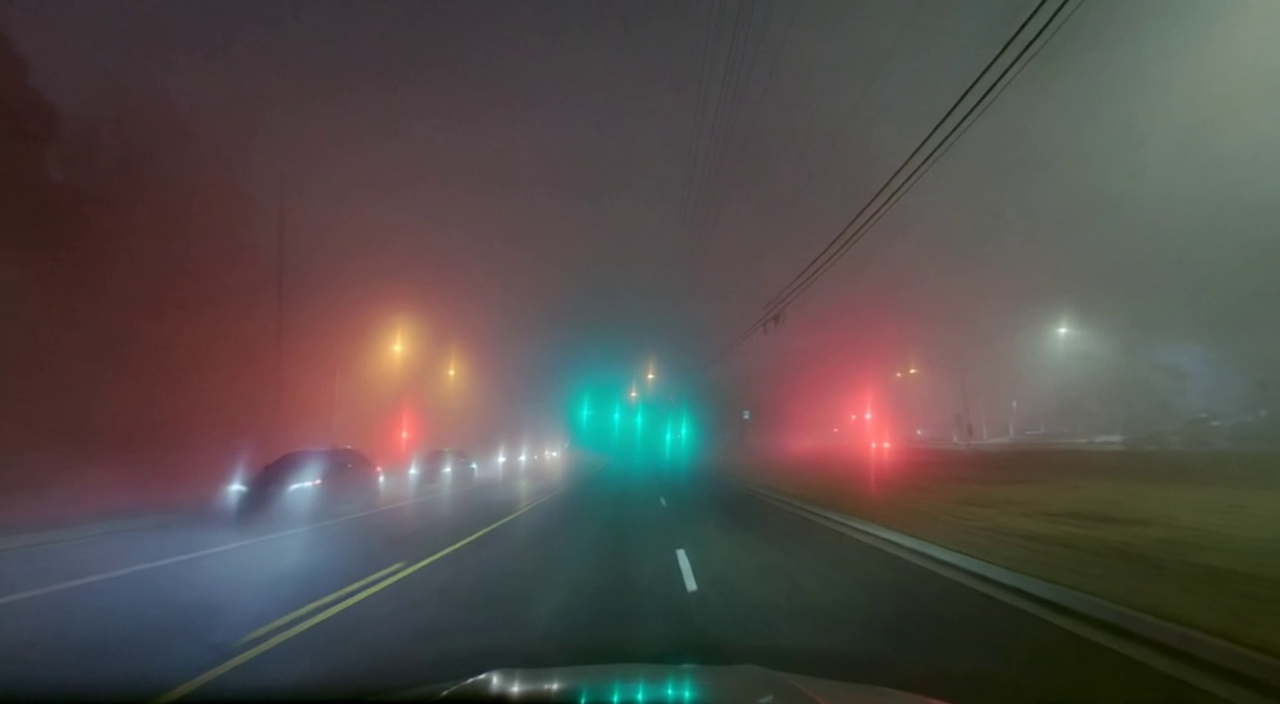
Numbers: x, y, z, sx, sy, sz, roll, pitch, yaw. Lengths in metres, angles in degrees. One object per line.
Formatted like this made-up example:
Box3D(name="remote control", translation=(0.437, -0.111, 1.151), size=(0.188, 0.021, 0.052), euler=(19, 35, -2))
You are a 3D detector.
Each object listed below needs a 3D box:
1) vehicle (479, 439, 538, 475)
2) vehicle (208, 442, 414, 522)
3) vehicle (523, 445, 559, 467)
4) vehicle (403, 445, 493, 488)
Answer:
Box3D(name="vehicle", translation=(-7.060, 5.692, 34.478), size=(2.101, 1.768, 5.040), euler=(0, -9, 0))
Box3D(name="vehicle", translation=(-7.066, 2.812, 14.335), size=(2.030, 1.482, 4.818), euler=(0, -8, 1))
Box3D(name="vehicle", translation=(-7.052, 7.449, 45.370), size=(1.854, 1.481, 4.518), euler=(0, -8, 1))
Box3D(name="vehicle", translation=(-7.094, 4.241, 23.848), size=(2.008, 1.456, 4.409), euler=(0, -9, 0))
